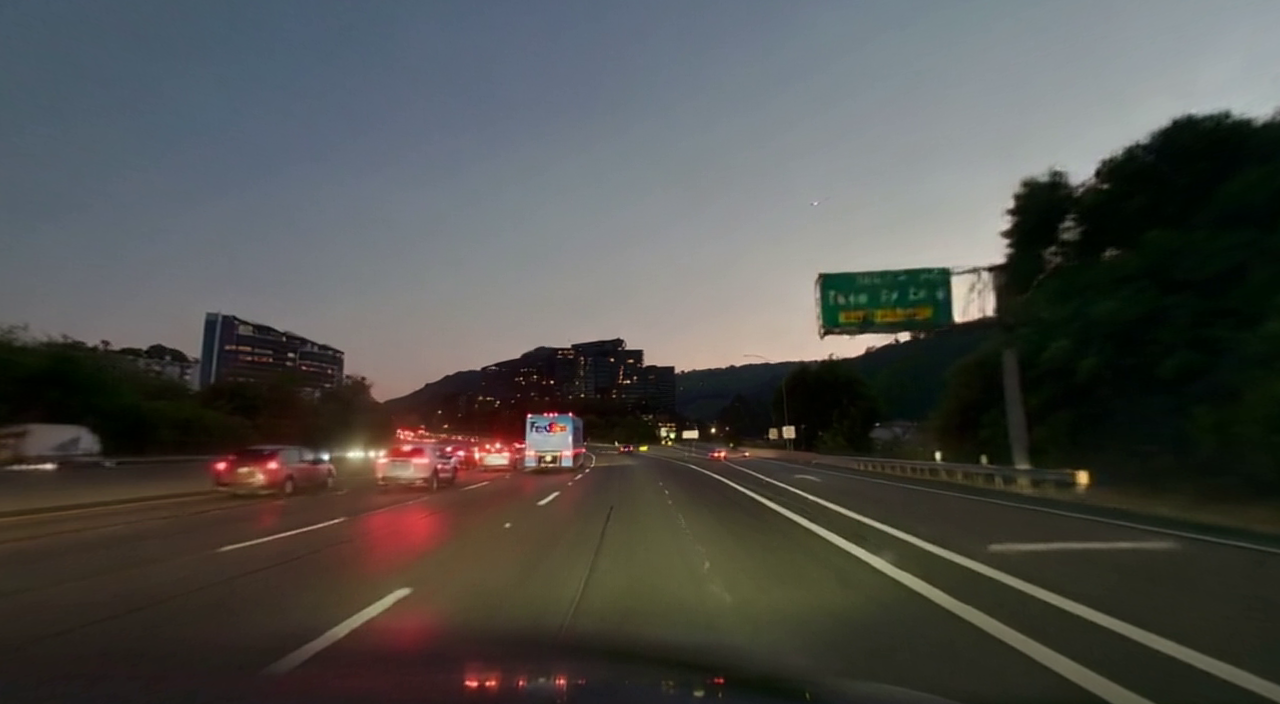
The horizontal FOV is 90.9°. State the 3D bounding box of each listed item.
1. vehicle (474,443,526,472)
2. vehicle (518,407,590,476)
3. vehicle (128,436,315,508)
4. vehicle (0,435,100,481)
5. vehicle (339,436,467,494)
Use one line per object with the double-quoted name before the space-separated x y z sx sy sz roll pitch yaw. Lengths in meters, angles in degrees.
"vehicle" -8.437 6.379 38.438 2.143 1.628 4.559 0 -8 -1
"vehicle" -4.374 4.794 33.712 2.798 3.212 7.573 0 -8 0
"vehicle" -11.735 3.362 18.236 2.188 1.784 4.724 0 -8 -1
"vehicle" -33.201 5.586 33.569 2.677 2.234 7.185 0 -8 -2
"vehicle" -7.954 3.843 21.872 2.461 1.767 4.991 0 -8 0
